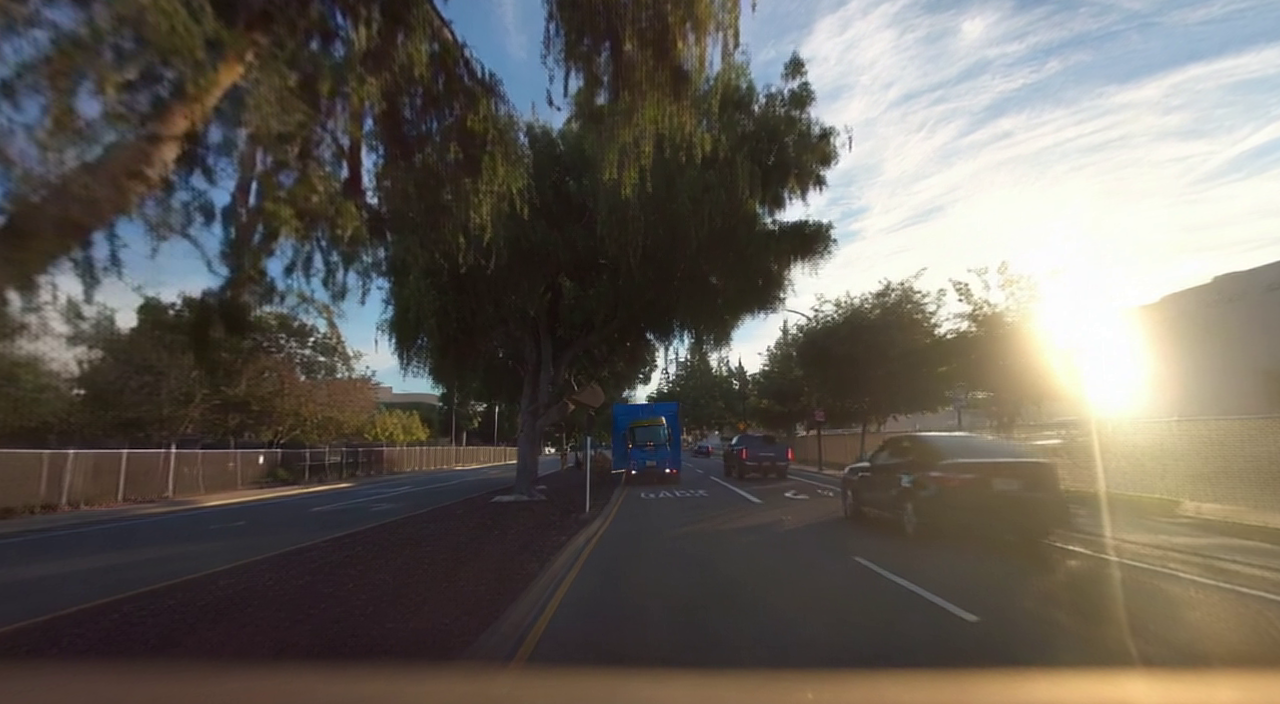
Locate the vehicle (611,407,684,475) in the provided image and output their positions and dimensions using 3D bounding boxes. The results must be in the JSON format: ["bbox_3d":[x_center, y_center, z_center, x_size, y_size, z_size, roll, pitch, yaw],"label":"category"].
[{"bbox_3d":[0.437,4.467,31.515,3.197,2.963,7.055,0,-8,2],"label":"vehicle"}]

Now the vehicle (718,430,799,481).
[{"bbox_3d":[4.675,4.170,25.734,2.375,1.857,5.100,0,-8,0],"label":"vehicle"}]

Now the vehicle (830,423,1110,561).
[{"bbox_3d":[4.579,1.976,9.672,2.001,1.621,4.208,0,-8,0],"label":"vehicle"}]
